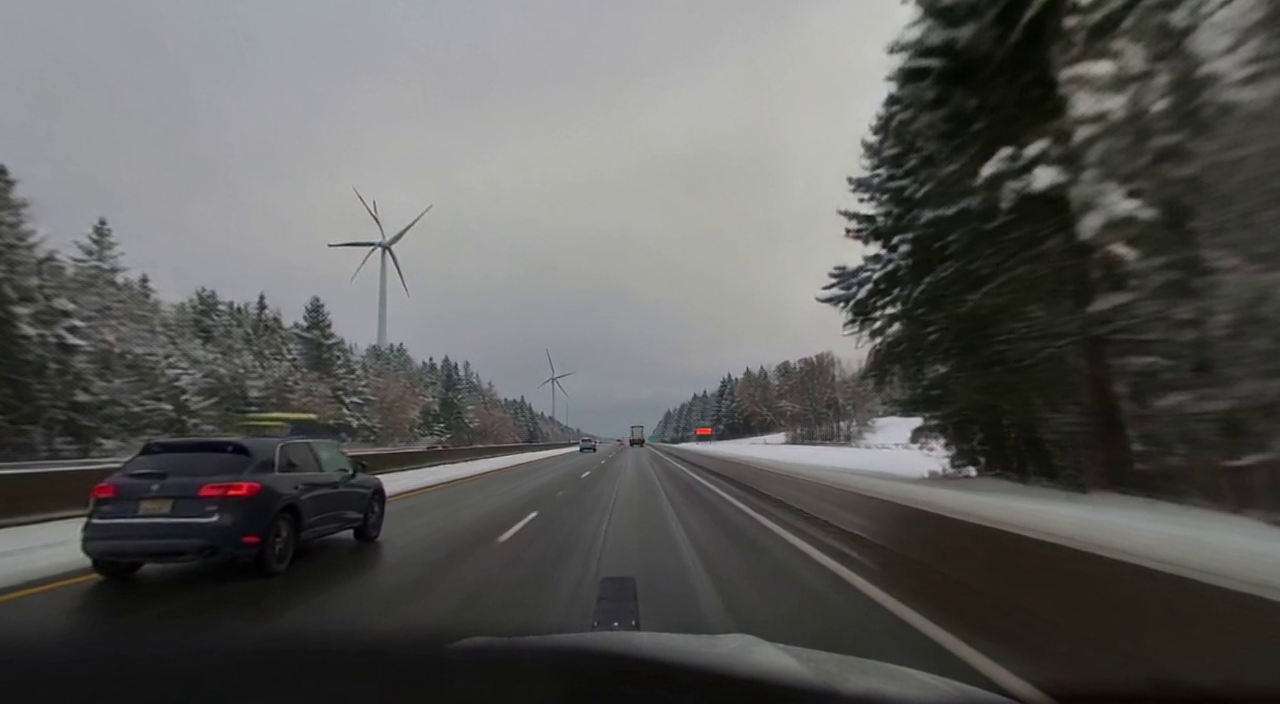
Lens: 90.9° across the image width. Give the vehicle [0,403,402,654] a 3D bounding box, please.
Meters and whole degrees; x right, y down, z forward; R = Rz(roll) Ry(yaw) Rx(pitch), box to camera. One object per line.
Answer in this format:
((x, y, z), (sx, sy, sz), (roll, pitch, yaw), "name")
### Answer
((-3.971, 1.340, 5.868), (1.950, 1.511, 3.965), (0, -8, 0), "vehicle")
